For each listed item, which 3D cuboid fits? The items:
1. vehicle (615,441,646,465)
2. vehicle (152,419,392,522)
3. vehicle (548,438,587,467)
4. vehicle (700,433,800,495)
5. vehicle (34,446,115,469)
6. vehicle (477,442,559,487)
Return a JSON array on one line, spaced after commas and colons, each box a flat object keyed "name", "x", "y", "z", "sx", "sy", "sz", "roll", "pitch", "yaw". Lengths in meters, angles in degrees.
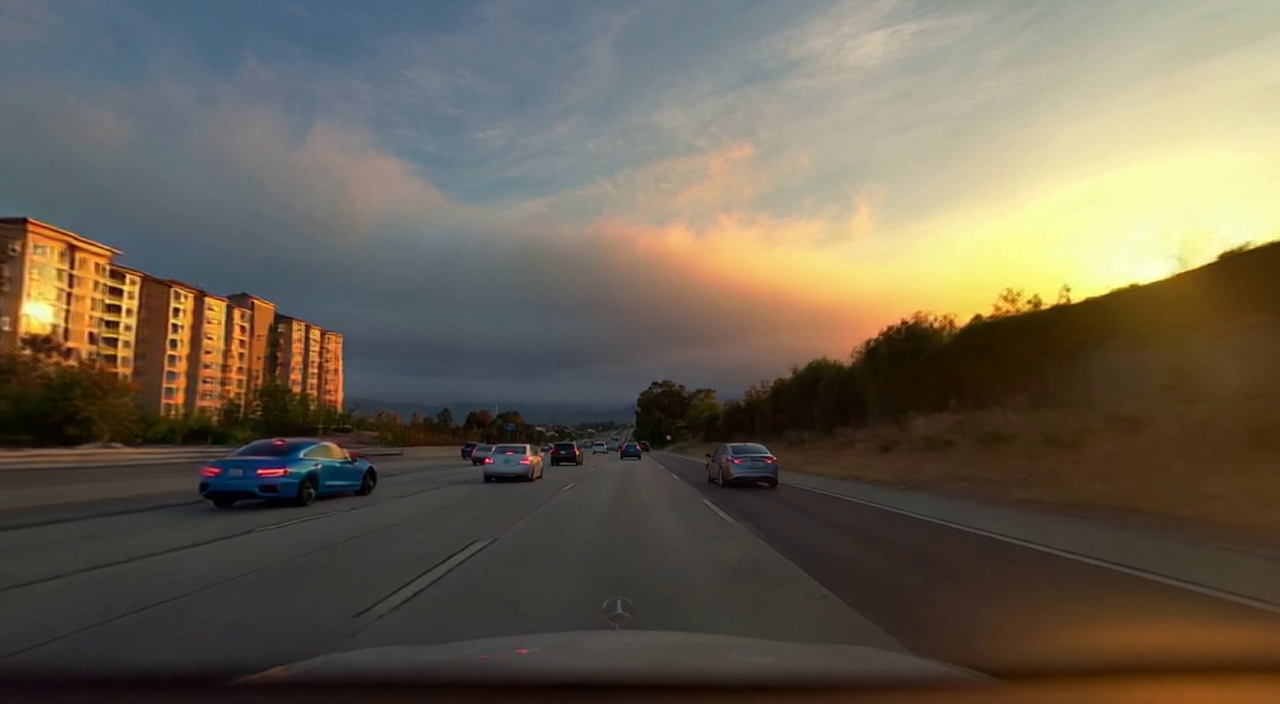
[{"name": "vehicle", "x": -0.684, "y": 7.165, "z": 44.992, "sx": 2.053, "sy": 1.650, "sz": 3.945, "roll": 0, "pitch": -8, "yaw": -1}, {"name": "vehicle", "x": -7.387, "y": 2.432, "z": 13.533, "sx": 2.086, "sy": 1.776, "sz": 5.080, "roll": 0, "pitch": -8, "yaw": 0}, {"name": "vehicle", "x": -4.721, "y": 6.631, "z": 41.742, "sx": 2.044, "sy": 1.774, "sz": 4.329, "roll": 0, "pitch": -8, "yaw": -1}, {"name": "vehicle", "x": 3.150, "y": 3.326, "z": 19.157, "sx": 2.061, "sy": 1.658, "sz": 4.417, "roll": 0, "pitch": -8, "yaw": -2}, {"name": "vehicle", "x": -38.408, "y": 7.179, "z": 43.045, "sx": 1.785, "sy": 1.453, "sz": 4.107, "roll": 0, "pitch": -8, "yaw": -1}, {"name": "vehicle", "x": -4.276, "y": 4.002, "z": 22.883, "sx": 2.124, "sy": 1.426, "sz": 4.444, "roll": 0, "pitch": -8, "yaw": -1}]
